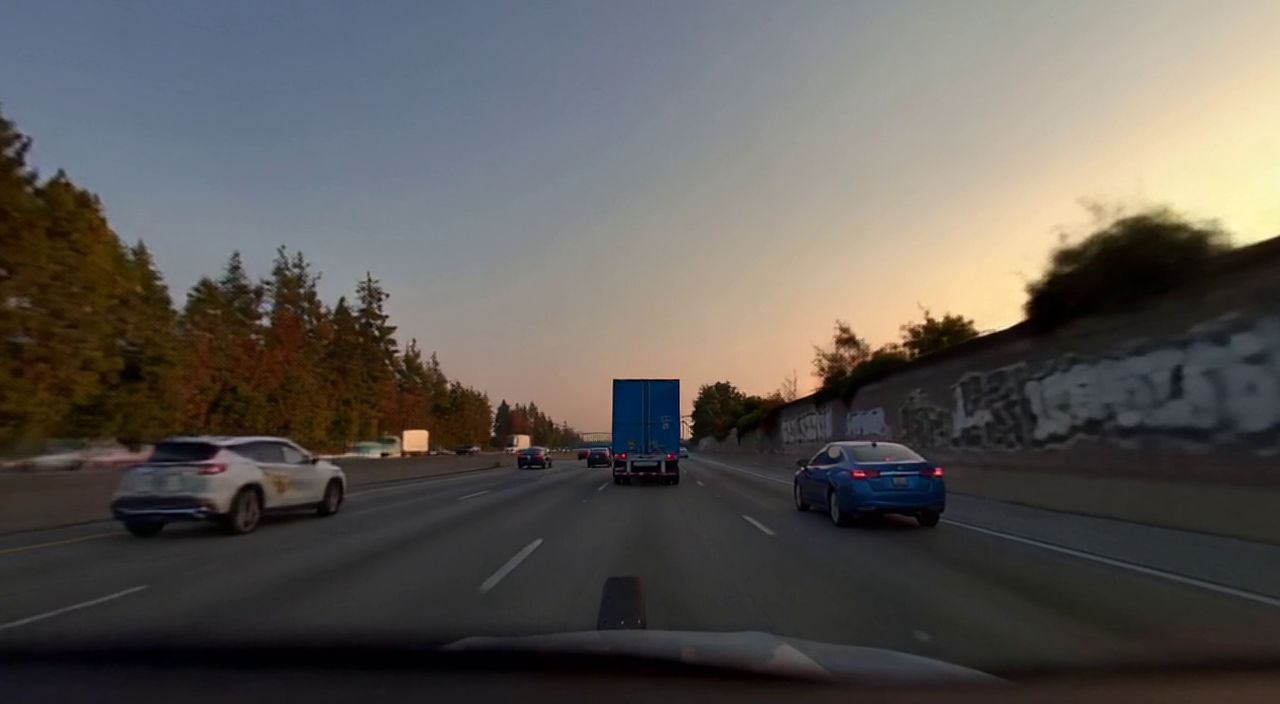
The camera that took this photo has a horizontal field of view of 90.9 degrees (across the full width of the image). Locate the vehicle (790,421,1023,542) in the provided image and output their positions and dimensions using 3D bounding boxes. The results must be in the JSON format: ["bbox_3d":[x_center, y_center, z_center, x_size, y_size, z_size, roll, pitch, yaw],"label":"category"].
[{"bbox_3d":[4.314,2.185,11.214,2.205,1.689,4.403,0,-9,0],"label":"vehicle"}]

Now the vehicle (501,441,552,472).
[{"bbox_3d":[-6.268,5.841,35.326,2.005,1.607,4.042,0,-9,2],"label":"vehicle"}]

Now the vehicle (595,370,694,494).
[{"bbox_3d":[0.134,3.111,23.656,2.915,3.661,9.741,0,-9,0],"label":"vehicle"}]

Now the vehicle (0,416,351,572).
[{"bbox_3d":[-6.525,1.909,9.271,2.134,1.662,4.851,0,-9,1],"label":"vehicle"}]

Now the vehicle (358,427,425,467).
[{"bbox_3d":[-17.406,6.738,44.595,2.179,2.650,5.861,0,-9,1],"label":"vehicle"}]
